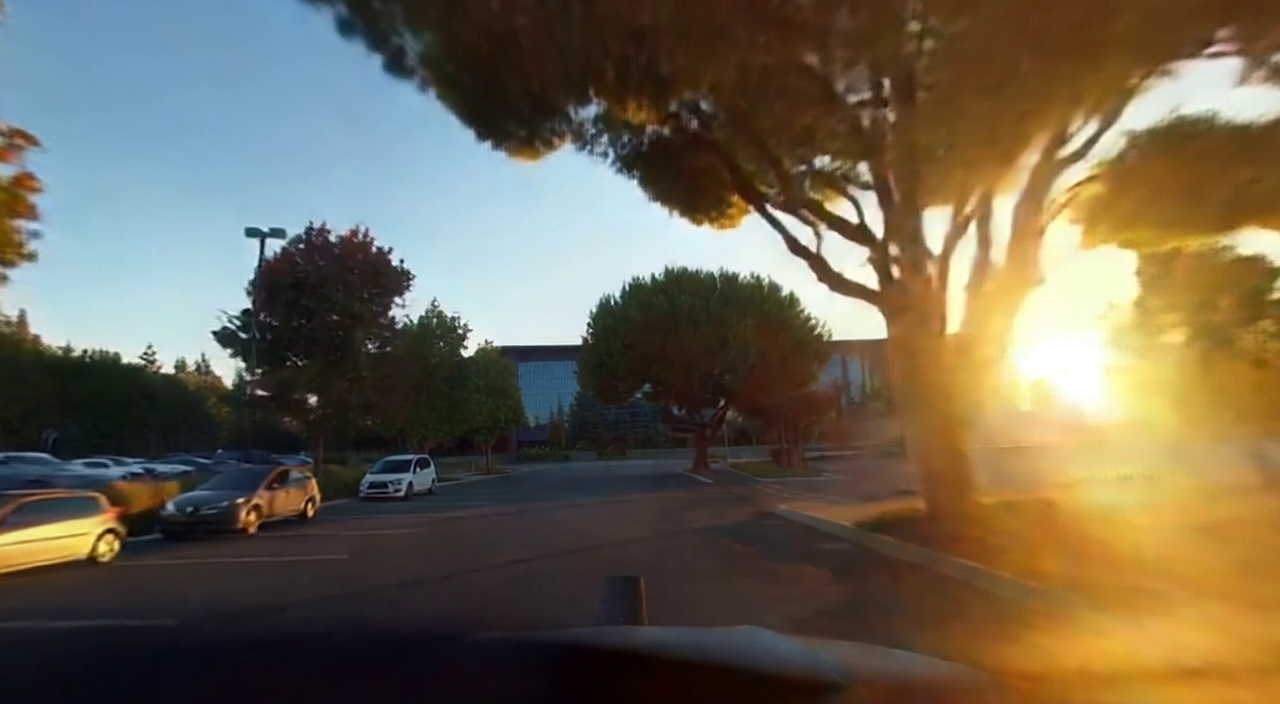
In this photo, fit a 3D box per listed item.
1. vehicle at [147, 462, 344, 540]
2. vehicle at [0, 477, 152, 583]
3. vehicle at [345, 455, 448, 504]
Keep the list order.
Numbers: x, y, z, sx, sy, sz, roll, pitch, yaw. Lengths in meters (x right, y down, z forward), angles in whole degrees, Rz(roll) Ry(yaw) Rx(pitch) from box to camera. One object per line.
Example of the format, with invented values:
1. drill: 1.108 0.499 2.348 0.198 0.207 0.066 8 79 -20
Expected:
1. vehicle: -9.372 3.533 15.587 2.038 1.525 4.383 0 -9 0
2. vehicle: -9.549 2.694 9.313 1.938 1.191 3.630 -6 -7 -2
3. vehicle: -9.800 5.140 25.945 2.360 1.741 4.912 0 -9 -2
